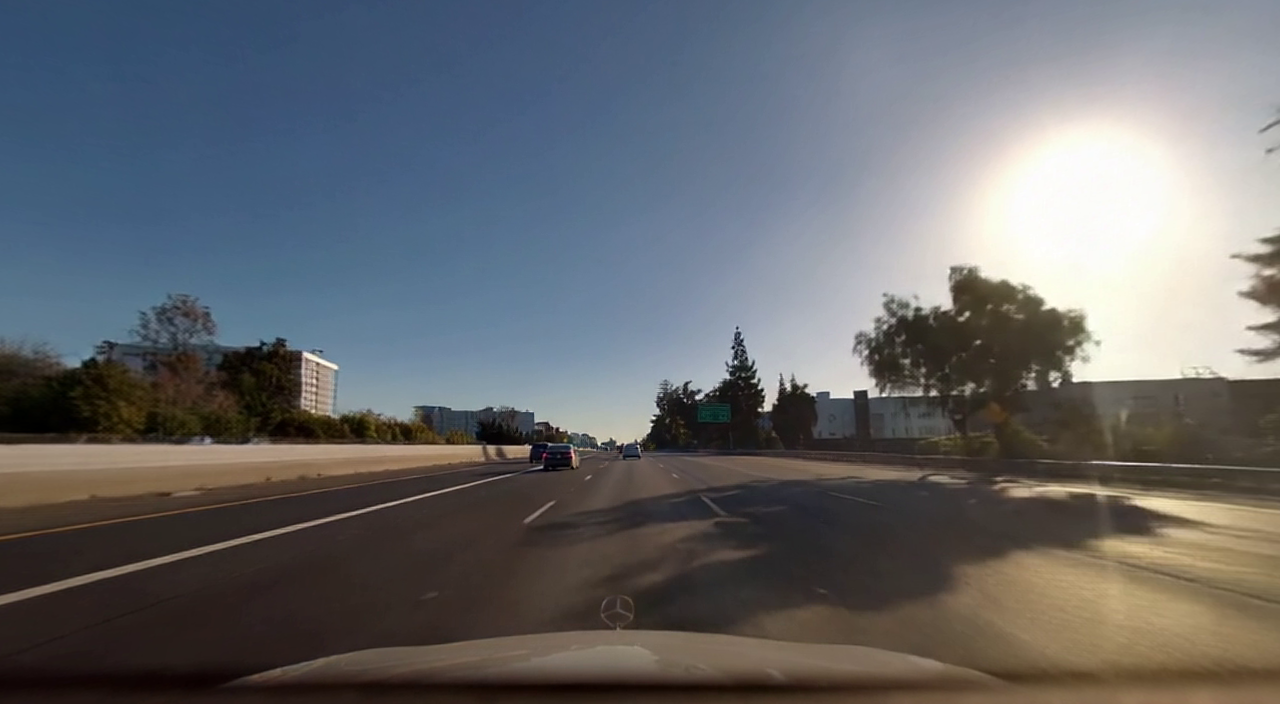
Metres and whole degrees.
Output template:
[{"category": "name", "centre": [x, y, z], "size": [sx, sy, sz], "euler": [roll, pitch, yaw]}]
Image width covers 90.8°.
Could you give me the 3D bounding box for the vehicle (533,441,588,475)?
[{"category": "vehicle", "centre": [-3.921, 5.324, 32.058], "size": [2.140, 1.574, 4.946], "euler": [0, -8, 0]}]
